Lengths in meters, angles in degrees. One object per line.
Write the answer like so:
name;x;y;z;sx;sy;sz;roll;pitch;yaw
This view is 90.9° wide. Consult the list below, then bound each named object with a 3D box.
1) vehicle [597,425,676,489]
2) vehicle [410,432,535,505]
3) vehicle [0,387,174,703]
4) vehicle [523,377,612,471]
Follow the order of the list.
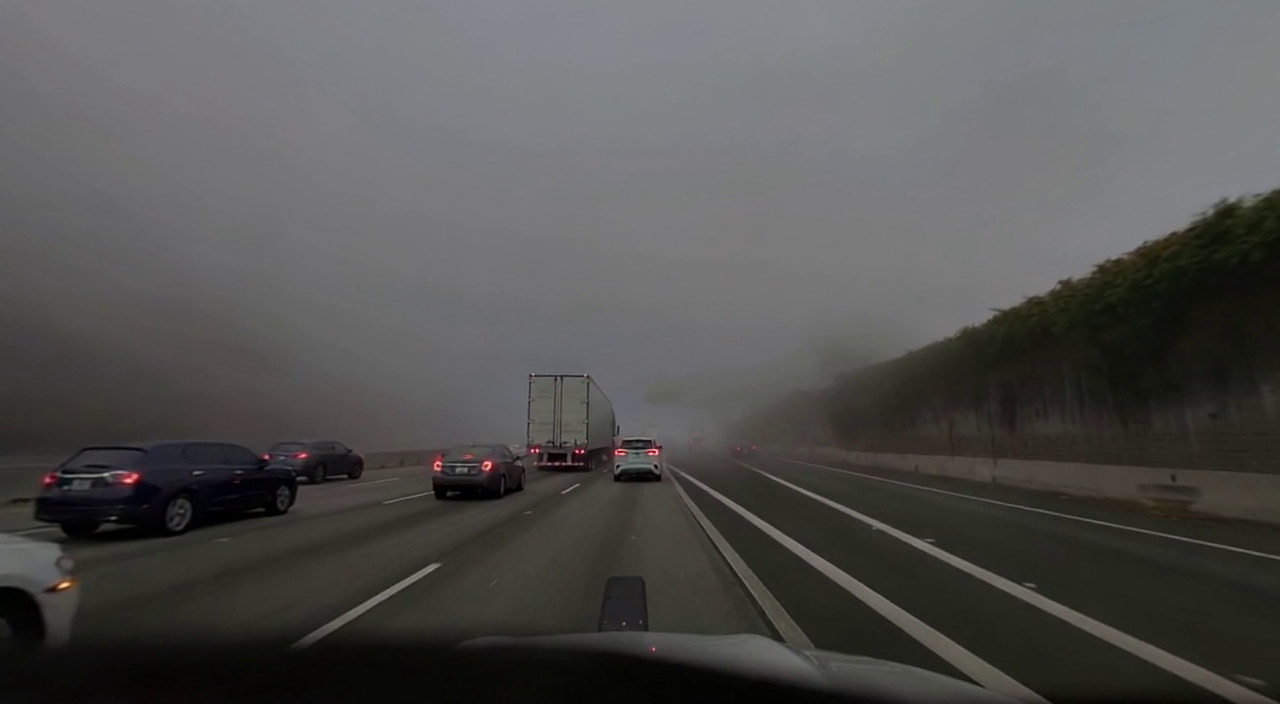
vehicle;-0.100;3.405;20.716;2.325;1.864;4.128;0;-8;0
vehicle;-4.121;2.936;16.281;2.124;1.627;3.863;0;-8;1
vehicle;-3.759;0.748;1.394;1.866;1.568;4.603;0;-8;1
vehicle;-3.835;4.818;38.618;3.348;4.469;16.443;-1;-10;1
